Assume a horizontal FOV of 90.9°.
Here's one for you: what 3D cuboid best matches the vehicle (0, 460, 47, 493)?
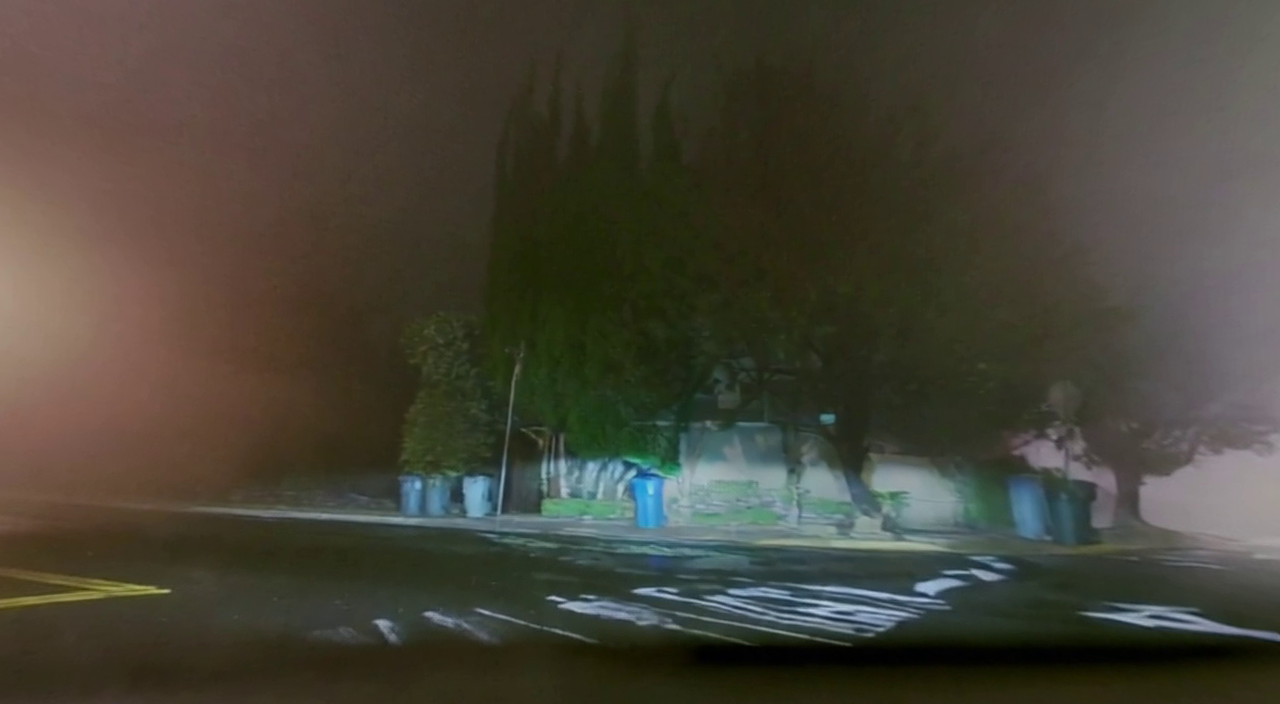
[{"bbox_3d":[-37.799,7.433,37.870,4.363,1.763,2.190,-6,-10,36],"label":"vehicle"}]

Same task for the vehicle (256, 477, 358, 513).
[{"bbox_3d":[-16.529,7.059,31.388,4.315,1.435,1.804,5,-9,-30],"label":"vehicle"}]

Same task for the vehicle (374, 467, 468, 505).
[{"bbox_3d":[-11.879,7.363,34.506,2.019,1.697,4.310,-2,-13,34],"label":"vehicle"}]
